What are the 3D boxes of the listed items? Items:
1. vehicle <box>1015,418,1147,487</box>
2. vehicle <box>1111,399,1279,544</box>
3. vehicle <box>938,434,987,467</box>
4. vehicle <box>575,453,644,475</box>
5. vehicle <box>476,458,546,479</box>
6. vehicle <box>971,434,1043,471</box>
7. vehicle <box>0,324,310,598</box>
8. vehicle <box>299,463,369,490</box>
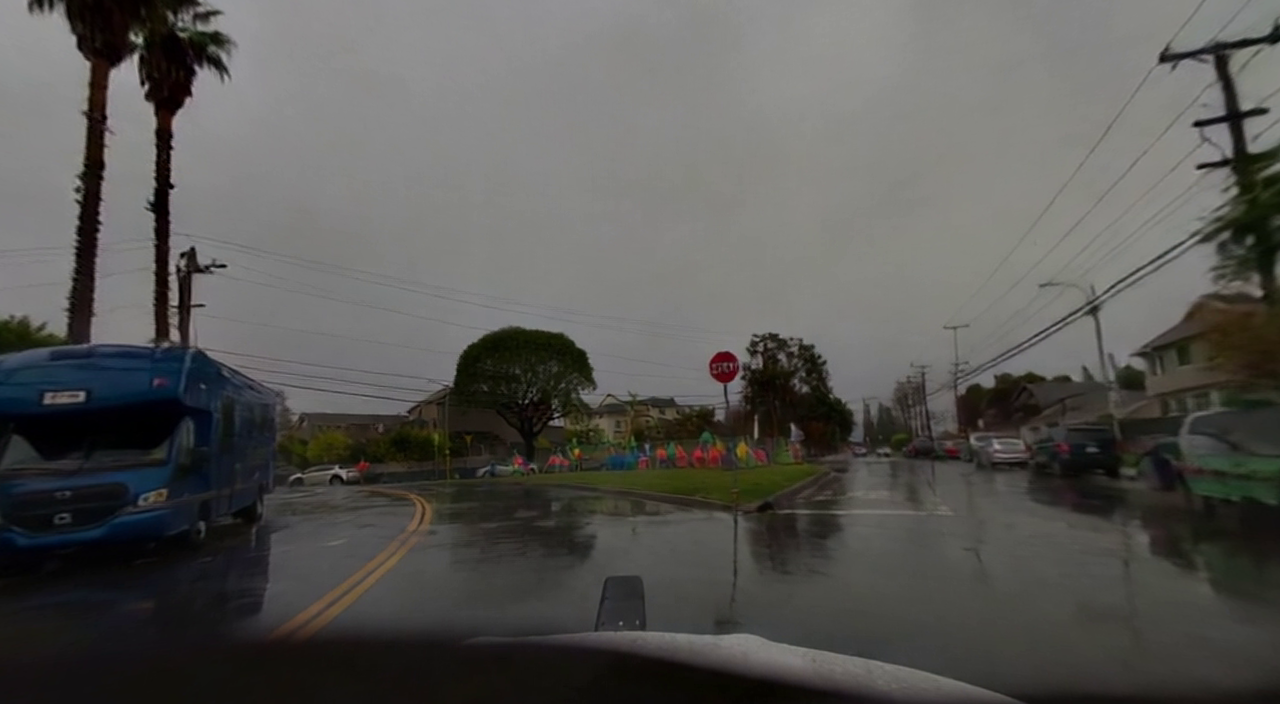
[{"bbox_3d":[15.186,3.387,22.172,2.451,2.076,4.928,-3,-6,19],"label":"vehicle"},{"bbox_3d":[10.539,1.784,10.606,2.508,1.887,5.930,-3,-6,20],"label":"vehicle"},{"bbox_3d":[21.545,6.538,42.400,1.974,1.894,4.810,-3,-6,17],"label":"vehicle"},{"bbox_3d":[-2.325,8.565,48.582,4.952,1.472,1.837,2,-7,-20],"label":"vehicle"},{"bbox_3d":[-9.563,8.695,47.049,4.966,1.377,1.739,1,-7,-7],"label":"vehicle"},{"bbox_3d":[18.864,5.133,32.661,2.016,1.687,4.272,-2,-6,14],"label":"vehicle"},{"bbox_3d":[-10.145,2.053,14.153,3.216,3.720,11.364,1,-6,-20],"label":"vehicle"},{"bbox_3d":[-23.162,9.399,47.821,4.586,1.784,1.890,-2,-6,17],"label":"vehicle"}]
